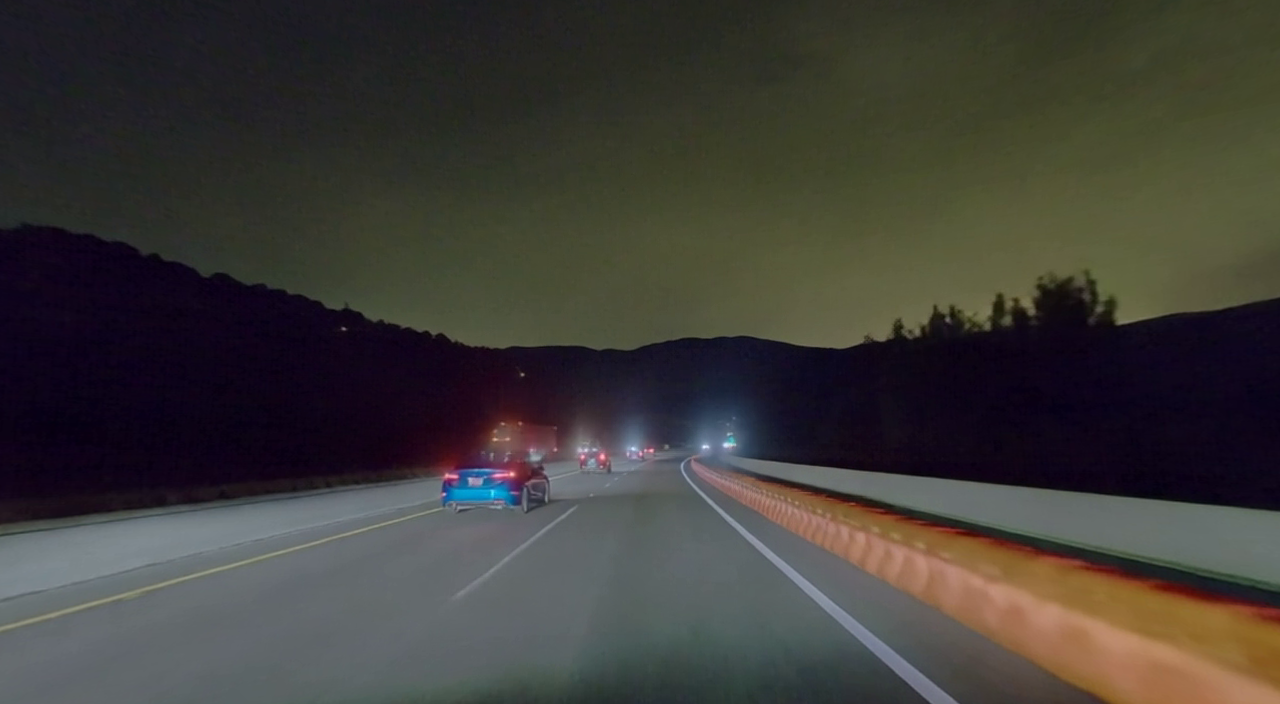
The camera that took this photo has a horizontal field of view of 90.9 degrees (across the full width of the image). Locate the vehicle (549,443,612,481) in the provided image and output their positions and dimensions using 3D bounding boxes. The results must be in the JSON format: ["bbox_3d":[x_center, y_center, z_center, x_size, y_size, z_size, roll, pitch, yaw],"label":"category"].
[{"bbox_3d":[-2.410,4.626,26.729,2.094,1.480,4.124,0,-9,2],"label":"vehicle"}]

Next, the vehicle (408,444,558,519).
[{"bbox_3d":[-3.078,2.639,13.307,2.061,1.330,3.928,0,-9,2],"label":"vehicle"}]
